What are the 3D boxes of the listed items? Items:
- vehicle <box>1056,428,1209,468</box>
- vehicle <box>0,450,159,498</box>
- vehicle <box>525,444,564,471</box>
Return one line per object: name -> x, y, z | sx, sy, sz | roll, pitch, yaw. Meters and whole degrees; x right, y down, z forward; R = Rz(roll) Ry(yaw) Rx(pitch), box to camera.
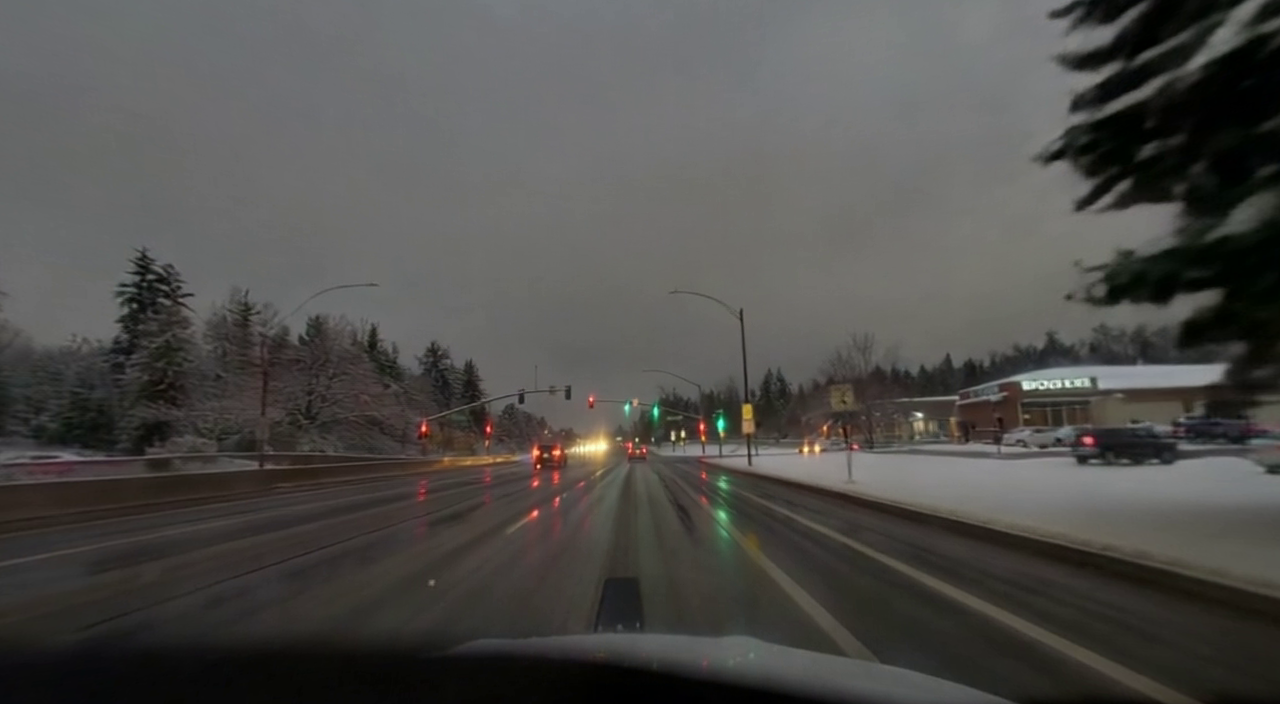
vehicle -> 19.156, 3.733, 24.717 | 4.481, 1.482, 1.814 | 0, -9, -2
vehicle -> -25.118, 5.338, 27.862 | 5.763, 1.982, 2.425 | 0, -8, 1
vehicle -> -5.367, 5.982, 36.008 | 1.928, 1.451, 4.219 | 1, -9, -5
